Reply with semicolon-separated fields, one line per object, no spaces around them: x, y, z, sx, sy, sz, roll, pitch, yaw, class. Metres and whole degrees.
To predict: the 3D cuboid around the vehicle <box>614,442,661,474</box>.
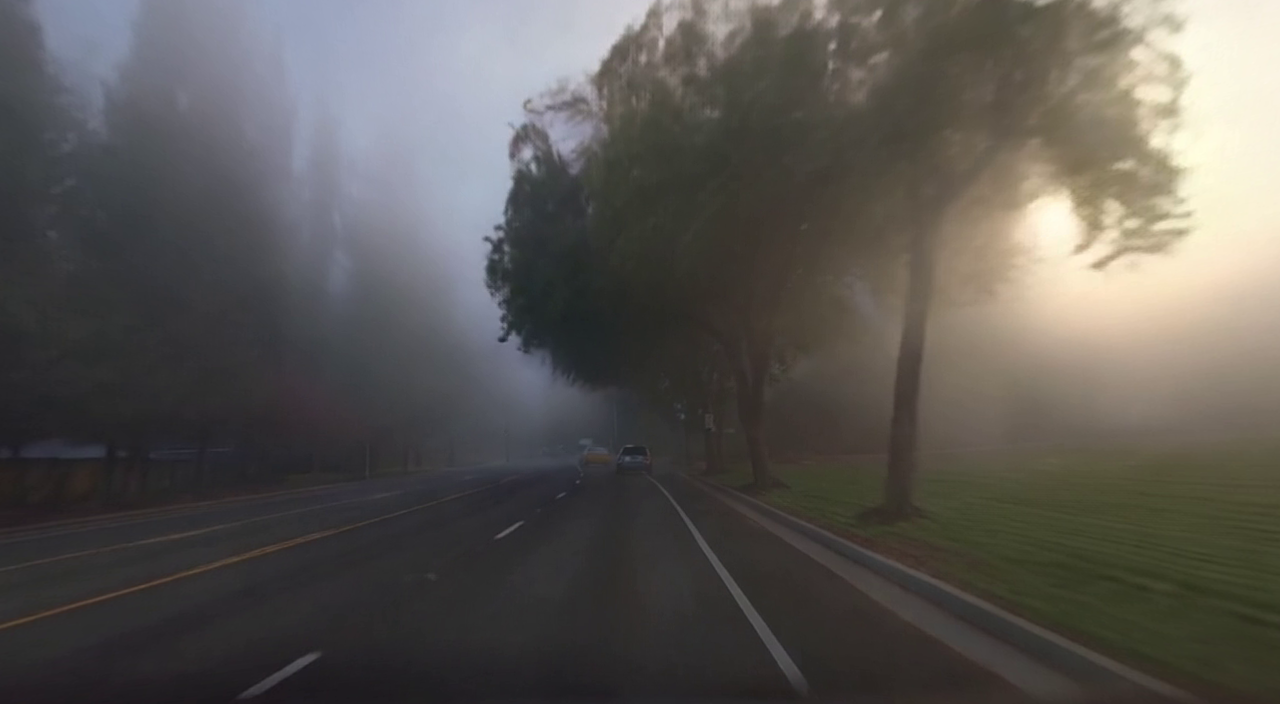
-0.059;5.227;31.421;2.111;1.466;4.223;-1;-8;2;vehicle
